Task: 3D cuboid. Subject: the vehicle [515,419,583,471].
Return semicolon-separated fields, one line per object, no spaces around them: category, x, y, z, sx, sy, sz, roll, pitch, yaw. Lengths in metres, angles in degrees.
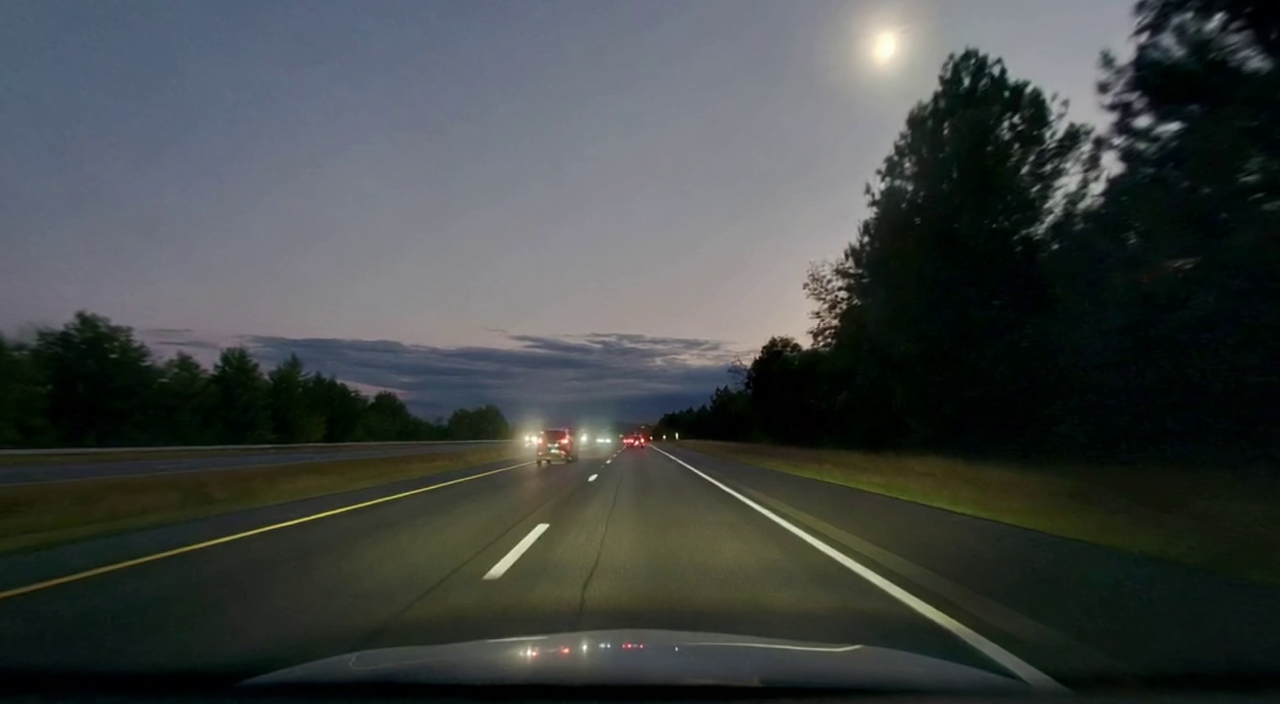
vehicle;-3.826;4.008;27.313;2.241;2.034;4.890;0;-8;0
